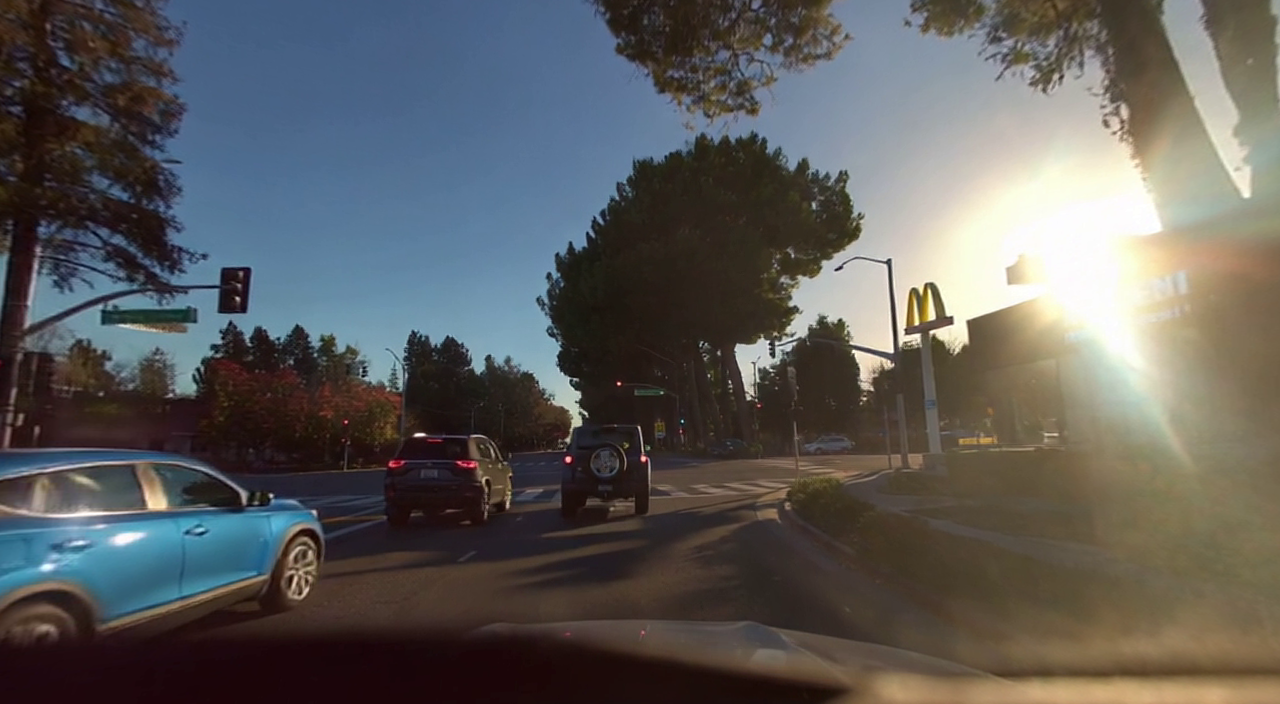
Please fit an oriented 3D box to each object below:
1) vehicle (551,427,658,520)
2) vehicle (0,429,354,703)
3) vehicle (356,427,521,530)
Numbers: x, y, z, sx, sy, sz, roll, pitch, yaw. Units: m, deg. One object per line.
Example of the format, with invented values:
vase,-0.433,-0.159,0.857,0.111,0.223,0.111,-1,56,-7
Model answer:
vehicle,-0.834,2.891,15.618,2.224,1.923,4.643,0,-9,-2
vehicle,-3.930,1.297,4.218,1.941,1.479,4.541,0,-9,-1
vehicle,-4.026,2.609,13.601,2.130,1.819,4.497,0,-9,-1
